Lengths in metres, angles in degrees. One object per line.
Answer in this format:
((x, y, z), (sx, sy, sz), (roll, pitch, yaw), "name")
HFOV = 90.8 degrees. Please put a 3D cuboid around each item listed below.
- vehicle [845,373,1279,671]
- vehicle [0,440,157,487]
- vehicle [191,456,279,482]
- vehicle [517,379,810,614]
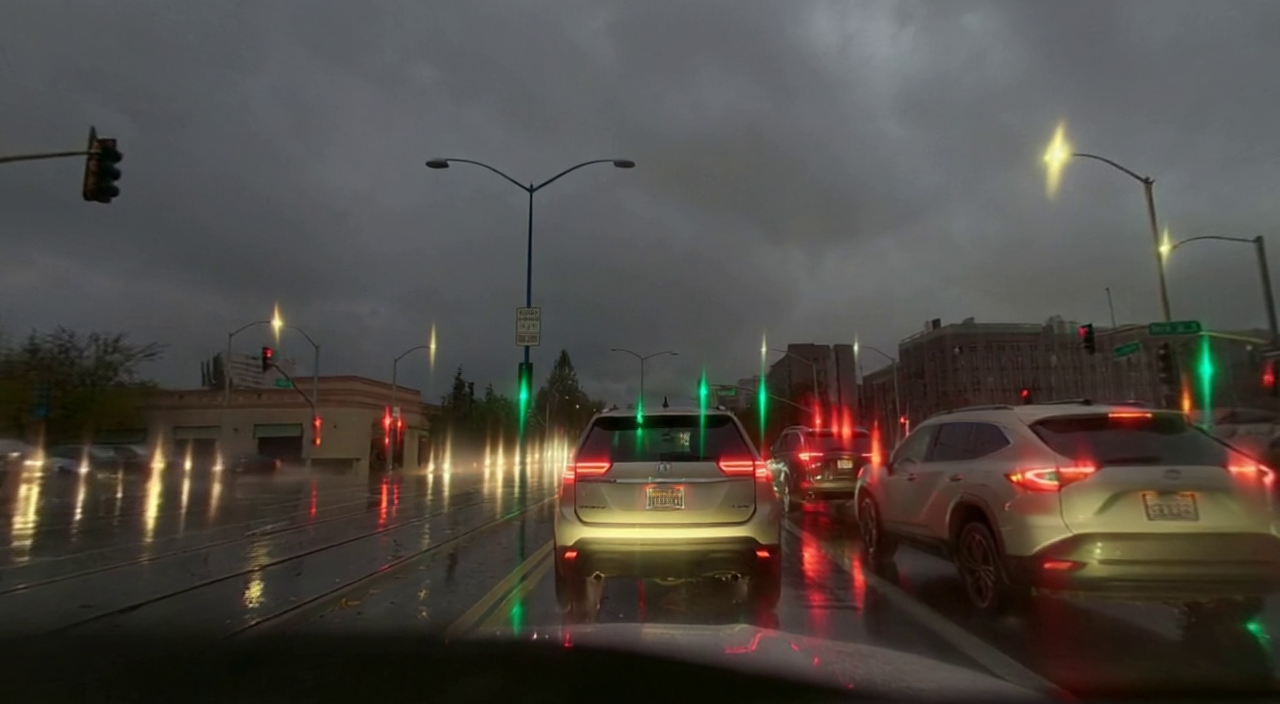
((3.564, 1.295, 5.841), (2.018, 1.701, 4.288), (0, -9, 2), "vehicle")
((-24.559, 4.838, 27.551), (5.062, 1.946, 2.243), (0, -9, -1), "vehicle")
((-24.889, 7.177, 38.980), (4.255, 1.444, 1.864), (4, -9, -24), "vehicle")
((0.228, 1.470, 7.258), (2.292, 1.840, 4.394), (0, -9, 1), "vehicle")
